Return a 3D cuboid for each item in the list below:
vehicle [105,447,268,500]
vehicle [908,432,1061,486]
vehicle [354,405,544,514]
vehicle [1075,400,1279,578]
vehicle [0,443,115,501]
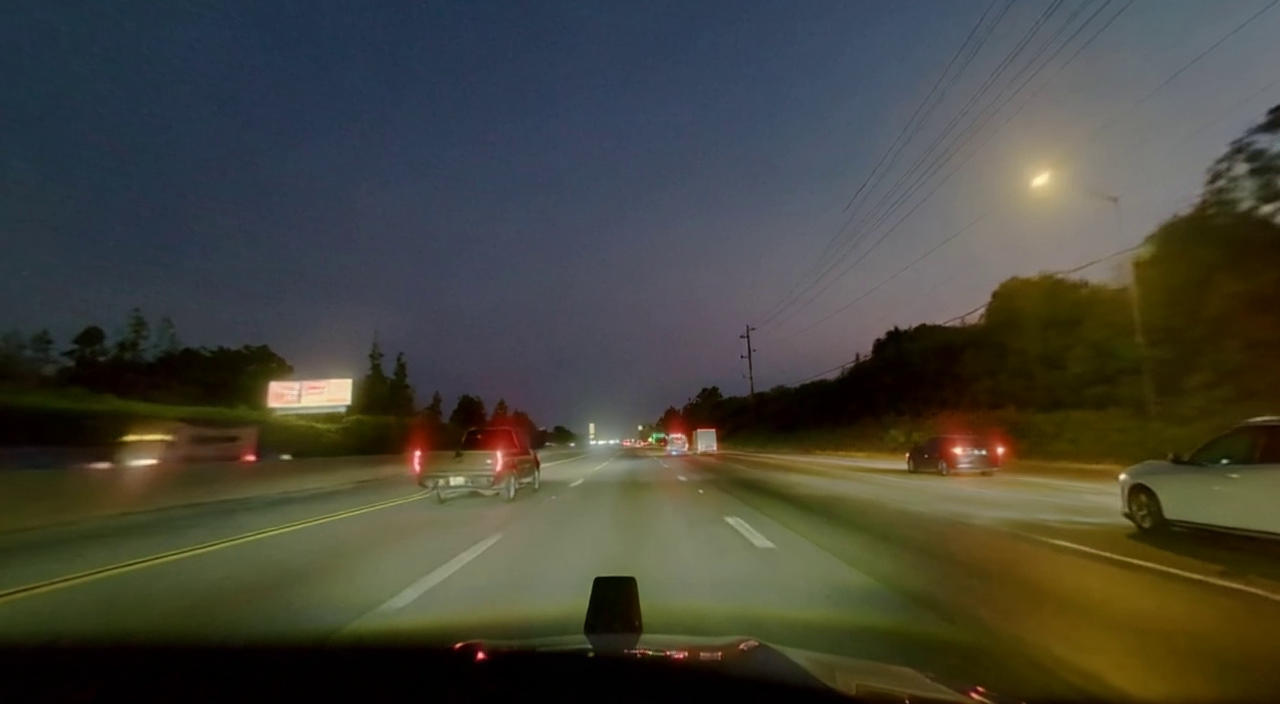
[{"bbox_3d":[-14.224,3.791,20.151,1.892,1.475,4.443,0,-8,1],"label":"vehicle"},{"bbox_3d":[10.534,3.316,19.761,2.076,1.470,4.644,0,-8,-1],"label":"vehicle"},{"bbox_3d":[-4.050,2.460,14.920,2.508,2.023,6.176,0,-8,1],"label":"vehicle"},{"bbox_3d":[6.978,1.344,6.325,1.976,1.646,4.370,0,-8,-1],"label":"vehicle"},{"bbox_3d":[-21.917,4.109,21.840,2.200,1.857,6.007,0,-8,0],"label":"vehicle"}]
